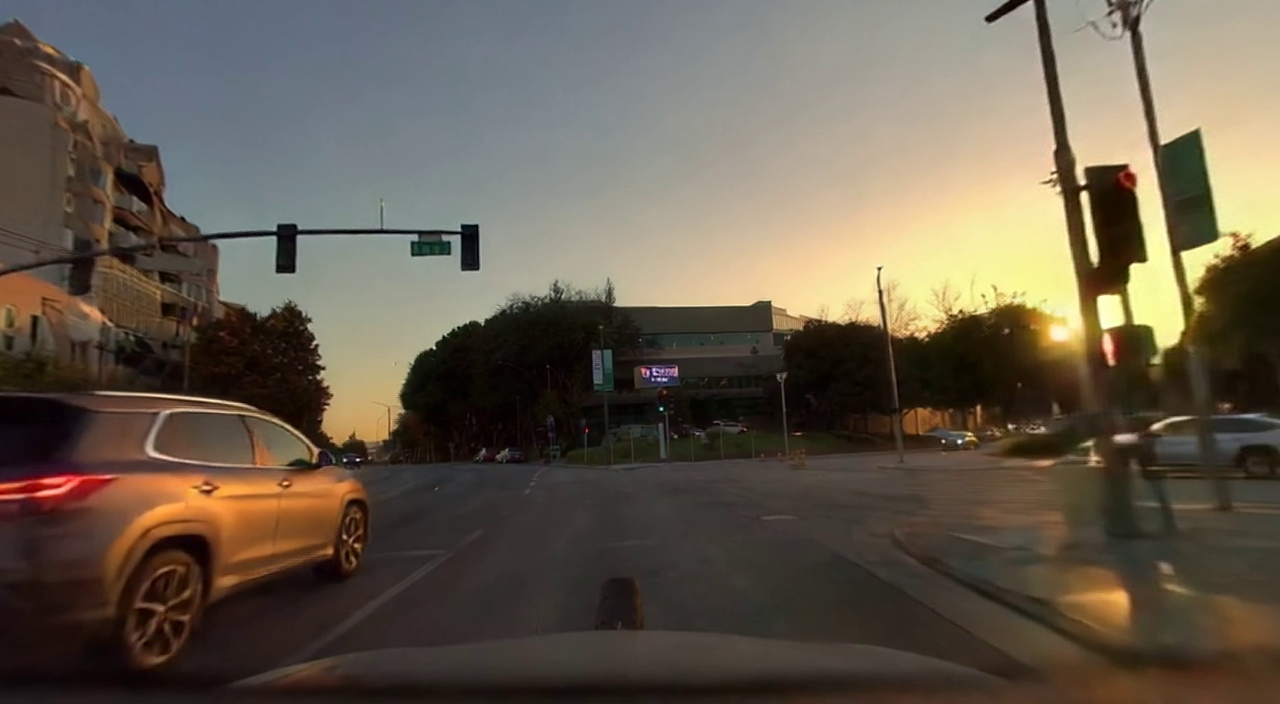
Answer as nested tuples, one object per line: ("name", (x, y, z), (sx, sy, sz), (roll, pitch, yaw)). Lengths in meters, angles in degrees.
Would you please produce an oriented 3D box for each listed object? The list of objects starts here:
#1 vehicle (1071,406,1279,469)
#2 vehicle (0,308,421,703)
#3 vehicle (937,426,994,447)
("vehicle", (16.937, 2.754, 20.091), (4.857, 1.803, 2.147), (-4, -9, 23))
("vehicle", (-3.629, 1.081, 4.797), (2.134, 1.799, 5.082), (0, -9, 0))
("vehicle", (25.376, 6.626, 49.224), (3.966, 1.585, 1.921), (4, -10, -27))
